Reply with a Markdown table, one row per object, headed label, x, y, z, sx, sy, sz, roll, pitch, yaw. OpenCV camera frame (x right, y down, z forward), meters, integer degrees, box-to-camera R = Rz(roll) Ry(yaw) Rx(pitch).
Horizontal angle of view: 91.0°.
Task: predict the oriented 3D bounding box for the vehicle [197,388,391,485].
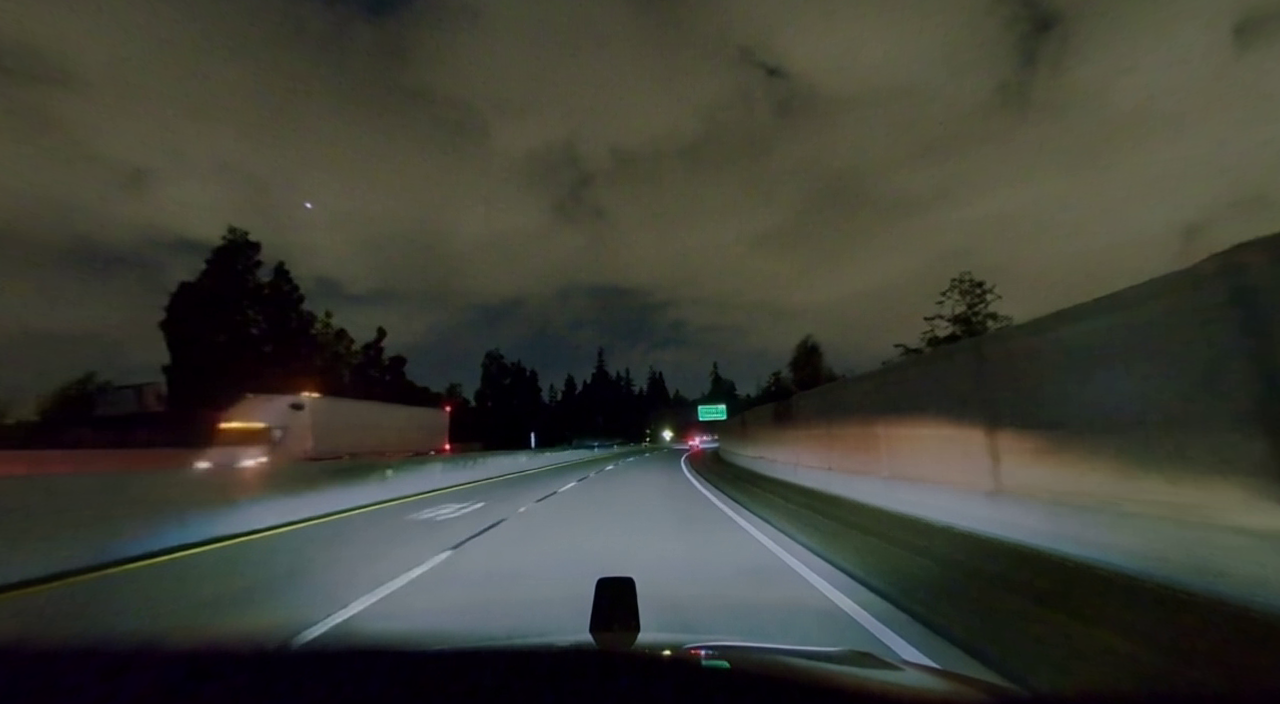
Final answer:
| label | x | y | z | sx | sy | sz | roll | pitch | yaw |
| --- | --- | --- | --- | --- | --- | --- | --- | --- | --- |
| vehicle | -15.964 | 4.136 | 30.591 | 2.928 | 3.840 | 10.839 | -1 | -8 | 2 |
